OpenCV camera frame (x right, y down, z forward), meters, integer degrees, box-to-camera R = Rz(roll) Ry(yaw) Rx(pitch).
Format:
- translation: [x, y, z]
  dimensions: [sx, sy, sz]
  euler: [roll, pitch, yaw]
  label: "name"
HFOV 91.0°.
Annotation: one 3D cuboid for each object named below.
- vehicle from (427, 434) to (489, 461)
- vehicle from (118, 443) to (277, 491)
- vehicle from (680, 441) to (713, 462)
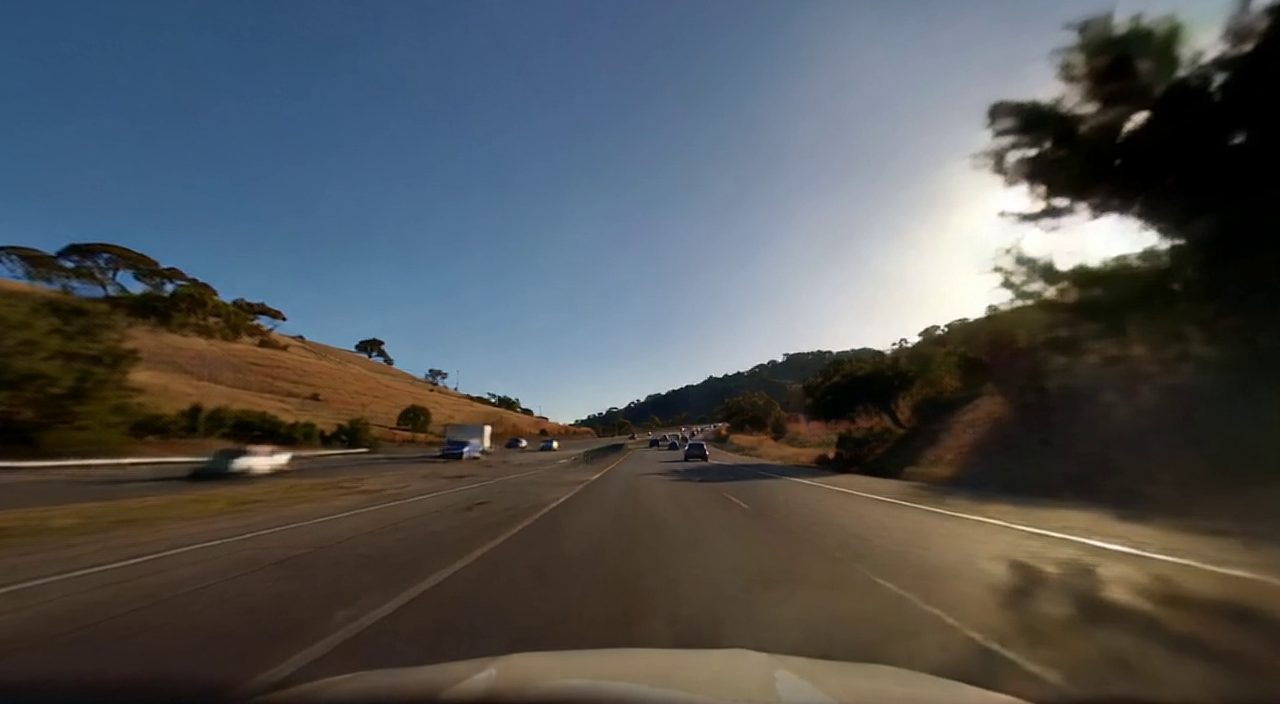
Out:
- translation: [-13.833, 7.332, 48.401]
  dimensions: [2.671, 1.976, 6.166]
  euler: [-1, -8, 3]
  label: "vehicle"
- translation: [-14.946, 3.873, 21.683]
  dimensions: [1.942, 1.449, 4.688]
  euler: [0, -8, 2]
  label: "vehicle"
- translation: [4.121, 7.369, 46.620]
  dimensions: [1.943, 1.490, 4.246]
  euler: [0, -8, -1]
  label: "vehicle"
